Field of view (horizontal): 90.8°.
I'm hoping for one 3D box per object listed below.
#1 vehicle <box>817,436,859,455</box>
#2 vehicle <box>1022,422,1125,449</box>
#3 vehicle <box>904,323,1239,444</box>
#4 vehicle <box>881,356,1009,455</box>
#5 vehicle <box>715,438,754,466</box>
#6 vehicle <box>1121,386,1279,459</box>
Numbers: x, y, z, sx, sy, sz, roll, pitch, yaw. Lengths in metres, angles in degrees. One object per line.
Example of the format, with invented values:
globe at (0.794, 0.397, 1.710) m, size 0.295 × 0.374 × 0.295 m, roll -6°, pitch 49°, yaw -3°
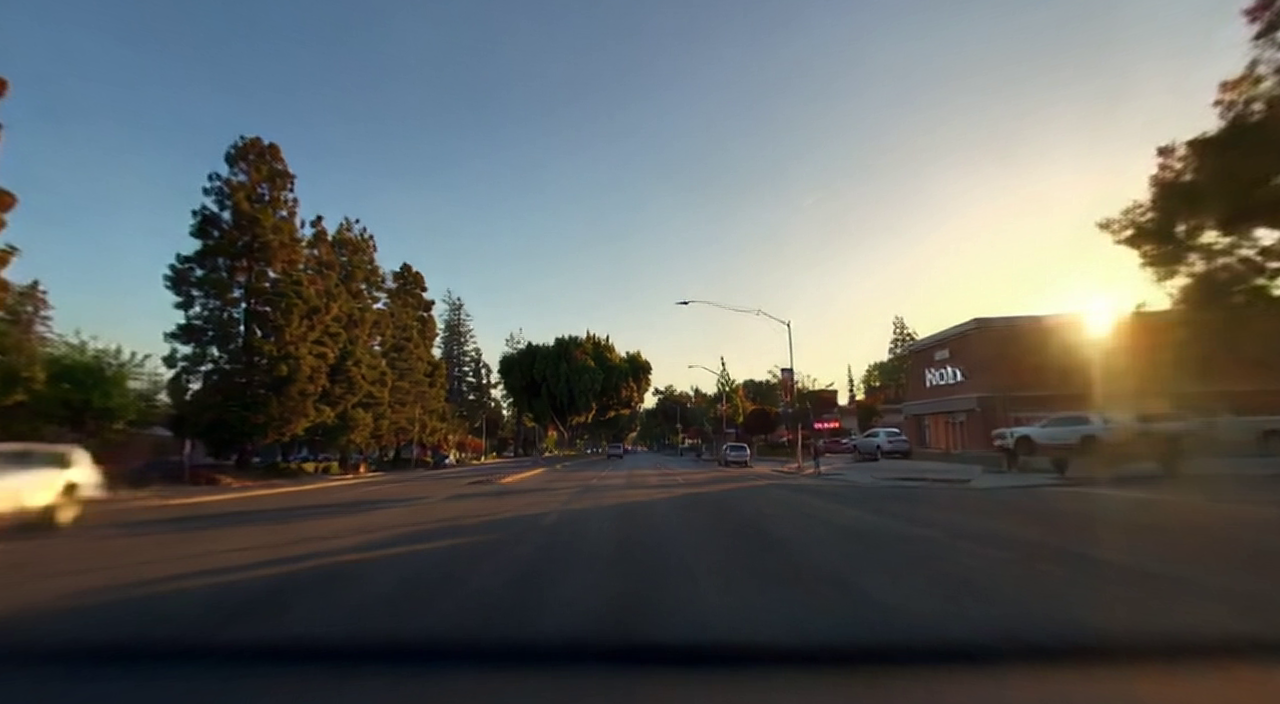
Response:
vehicle at (15.651, 7.385, 49.971) m, size 2.692 × 1.222 × 1.593 m, roll 0°, pitch -11°, yaw -27°
vehicle at (24.868, 4.841, 36.441) m, size 4.712 × 1.527 × 0.932 m, roll -4°, pitch -10°, yaw 27°
vehicle at (25.402, 2.281, 38.936) m, size 16.415 × 6.611 × 1.394 m, roll -4°, pitch -10°, yaw 26°
vehicle at (15.695, 2.848, 32.032) m, size 9.886 × 4.618 × 0.062 m, roll 5°, pitch -10°, yaw -30°
vehicle at (6.773, 7.201, 45.615) m, size 1.954 × 1.907 × 4.736 m, roll 0°, pitch -9°, yaw -1°
vehicle at (26.072, 3.406, 29.747) m, size 4.543 × 3.105 × 4.010 m, roll -4°, pitch -10°, yaw 27°
